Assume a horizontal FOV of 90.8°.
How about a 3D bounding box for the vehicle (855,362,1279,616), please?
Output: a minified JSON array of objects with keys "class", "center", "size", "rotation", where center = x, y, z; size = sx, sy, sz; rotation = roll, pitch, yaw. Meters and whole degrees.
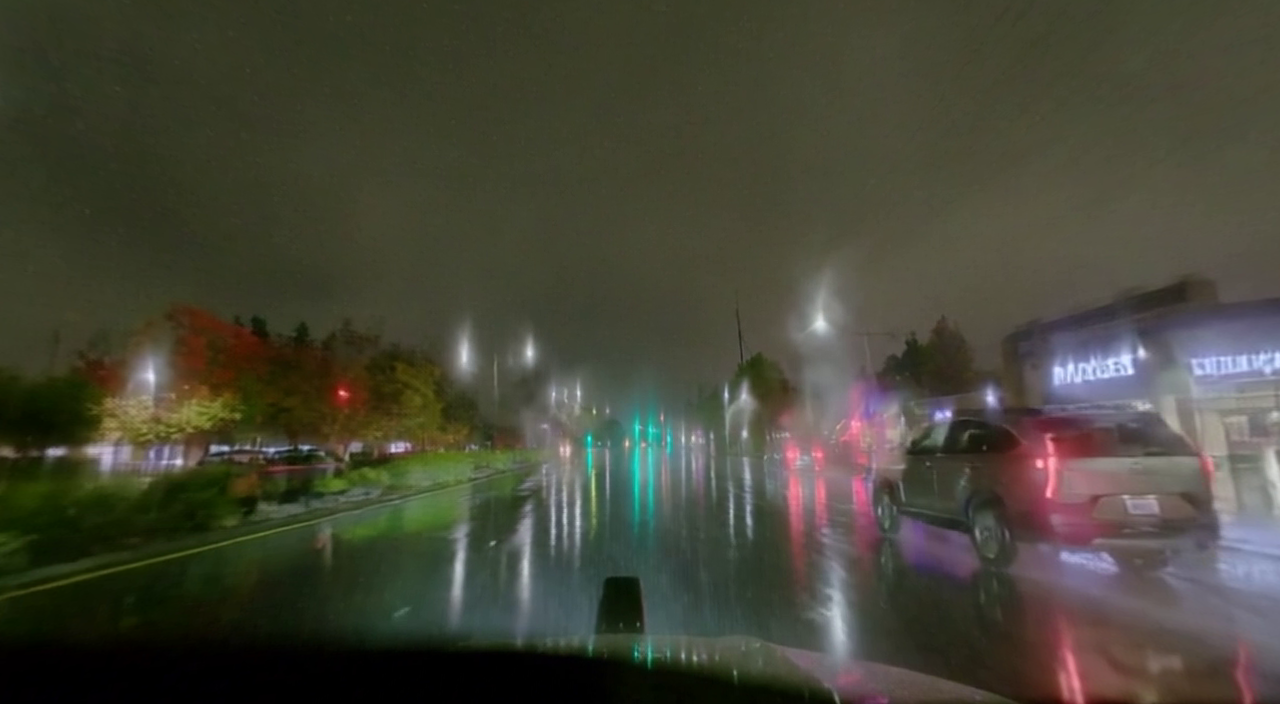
[{"class":"vehicle","center":[4.641,1.425,7.534],"size":[2.185,1.956,5.128],"rotation":[0,-8,-2]}]
